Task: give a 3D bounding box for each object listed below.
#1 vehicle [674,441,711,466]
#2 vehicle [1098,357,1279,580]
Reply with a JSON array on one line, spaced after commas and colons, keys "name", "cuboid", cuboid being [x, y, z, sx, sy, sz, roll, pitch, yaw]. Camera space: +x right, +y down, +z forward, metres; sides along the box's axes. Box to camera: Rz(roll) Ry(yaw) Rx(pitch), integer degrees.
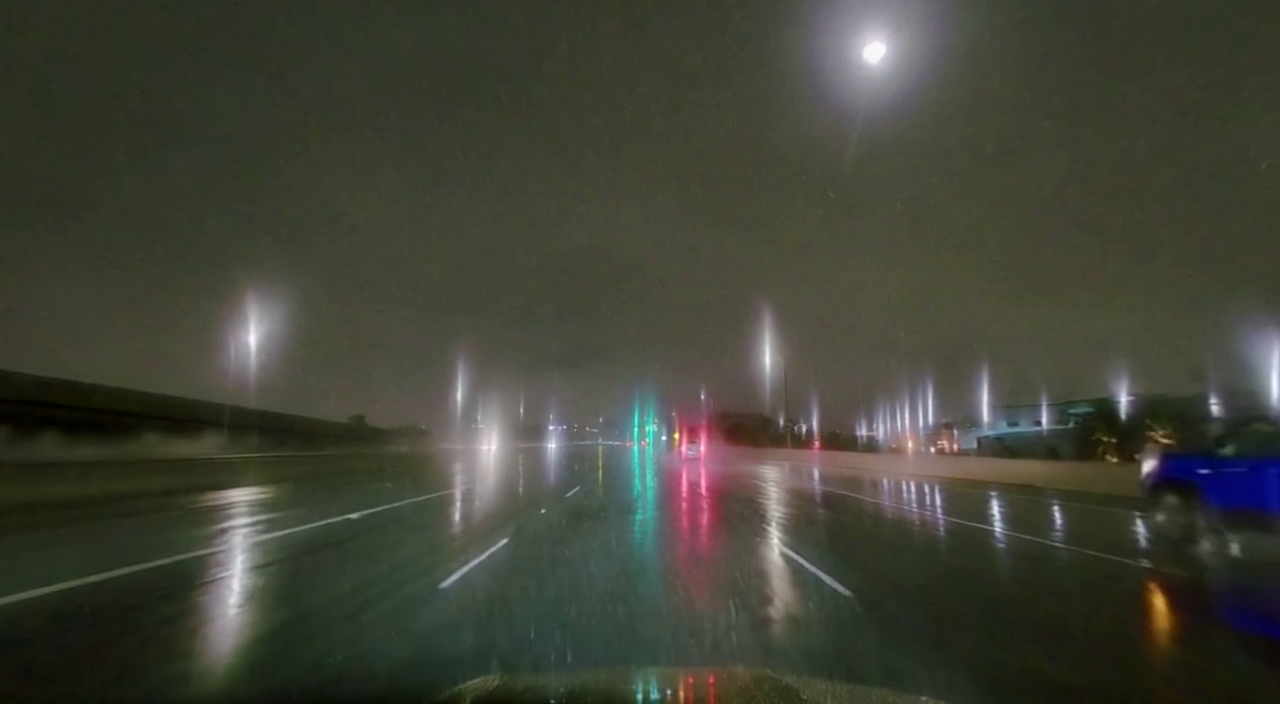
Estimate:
[{"name": "vehicle", "cuboid": [3.378, 6.555, 41.141, 2.000, 1.533, 3.770, 0, -8, -1]}, {"name": "vehicle", "cuboid": [6.693, 0.999, 5.369, 2.065, 1.953, 4.605, 0, -8, 0]}]
